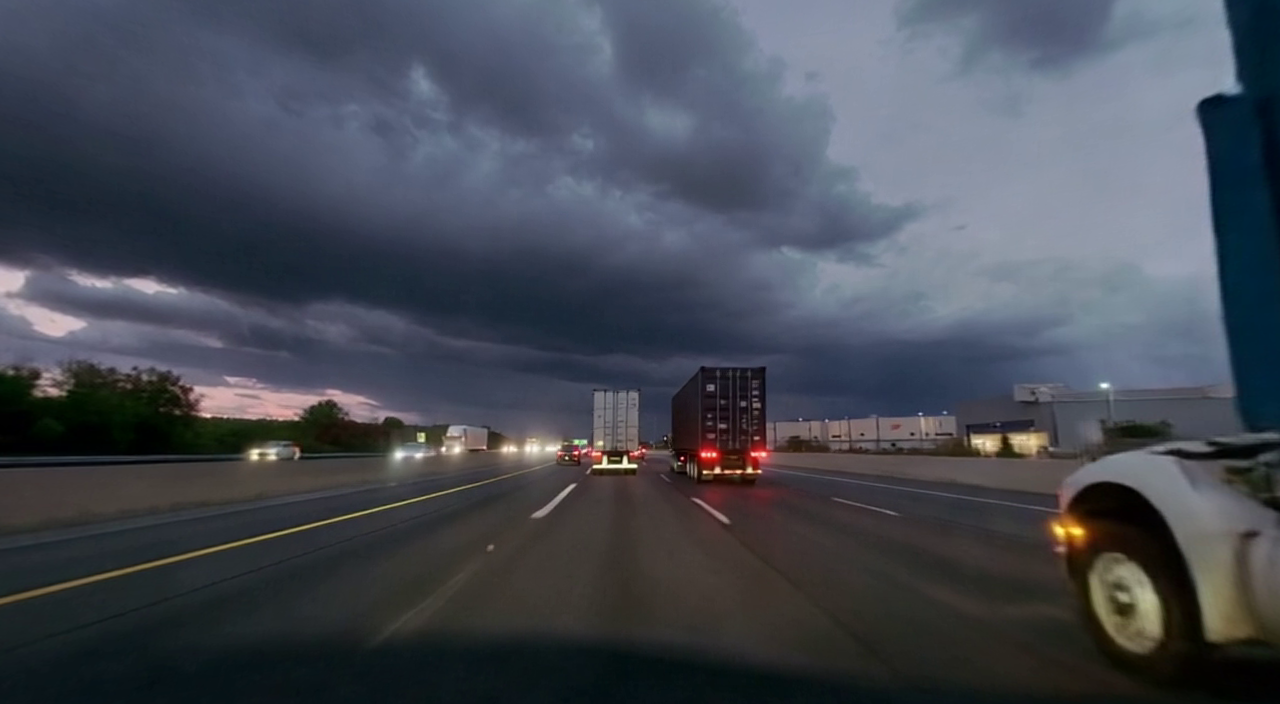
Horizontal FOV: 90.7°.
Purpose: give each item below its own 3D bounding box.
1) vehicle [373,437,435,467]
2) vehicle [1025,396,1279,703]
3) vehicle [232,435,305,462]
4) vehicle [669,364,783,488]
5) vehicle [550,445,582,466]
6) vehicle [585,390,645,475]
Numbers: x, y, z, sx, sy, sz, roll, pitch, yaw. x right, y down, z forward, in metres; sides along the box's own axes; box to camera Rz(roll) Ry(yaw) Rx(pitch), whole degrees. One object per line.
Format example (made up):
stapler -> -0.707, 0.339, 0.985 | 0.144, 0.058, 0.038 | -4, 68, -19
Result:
vehicle -> -13.483, 5.723, 36.447 | 1.968, 1.601, 4.575 | 0, -8, -2
vehicle -> 3.296, 0.778, 1.455 | 2.073, 1.474, 4.320 | 0, -8, 0
vehicle -> -28.684, 7.491, 49.125 | 2.267, 1.933, 5.893 | 0, -8, -3
vehicle -> 3.122, 3.348, 27.216 | 2.803, 4.072, 12.744 | 0, -8, -1
vehicle -> -5.662, 7.962, 48.880 | 2.138, 1.478, 4.641 | 0, -8, -3
vehicle -> -1.339, 4.727, 36.399 | 2.841, 4.071, 12.046 | 0, -8, -1
